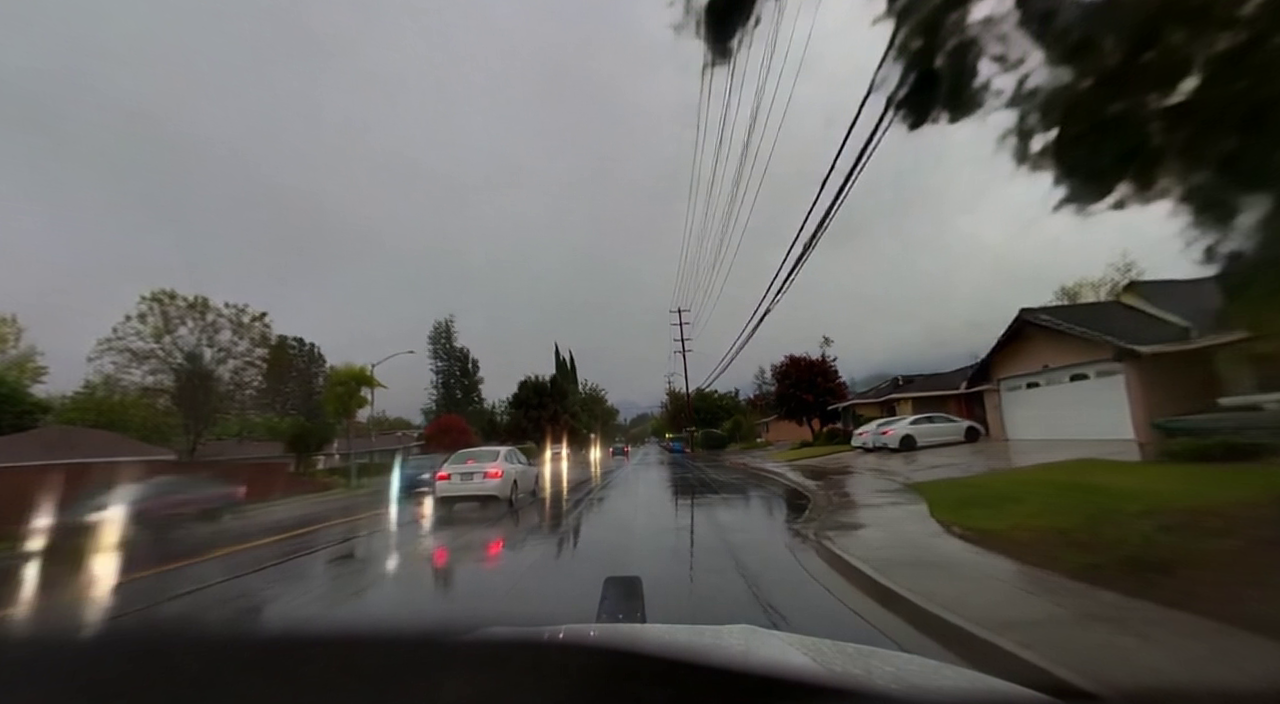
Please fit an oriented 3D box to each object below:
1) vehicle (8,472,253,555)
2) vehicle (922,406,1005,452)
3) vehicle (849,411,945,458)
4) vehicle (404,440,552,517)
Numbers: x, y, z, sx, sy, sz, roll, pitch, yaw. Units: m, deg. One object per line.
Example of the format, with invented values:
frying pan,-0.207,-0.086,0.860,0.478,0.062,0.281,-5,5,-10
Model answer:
vehicle,-11.917,3.770,15.364,2.084,1.505,4.746,0,-9,-2
vehicle,13.749,3.365,27.132,1.894,1.664,4.159,3,-9,8
vehicle,10.802,3.597,27.069,2.121,1.799,5.124,0,-9,2
vehicle,-3.489,2.817,14.671,2.041,1.471,4.602,0,-9,2
